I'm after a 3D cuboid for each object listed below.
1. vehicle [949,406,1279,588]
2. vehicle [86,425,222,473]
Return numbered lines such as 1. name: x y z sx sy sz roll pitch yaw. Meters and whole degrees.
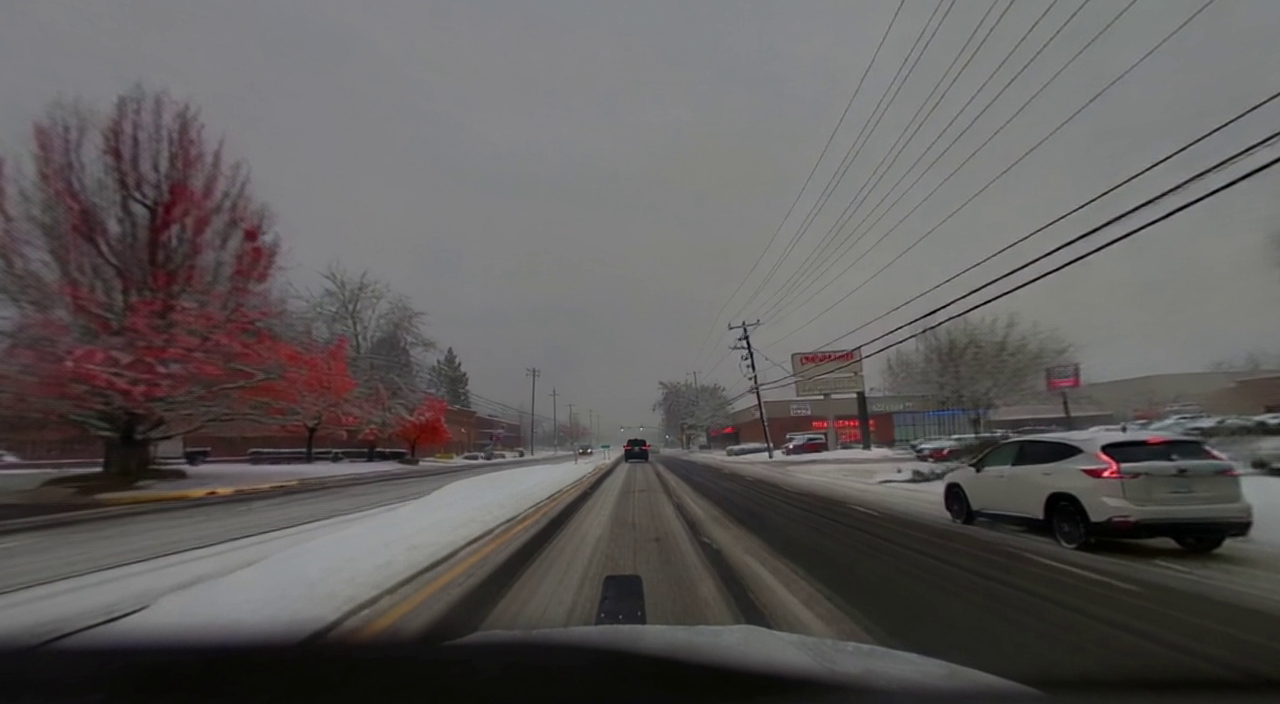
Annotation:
1. vehicle: 6.219 1.701 8.280 1.995 1.705 4.434 0 -9 -1
2. vehicle: -28.815 5.760 37.711 5.851 2.505 2.504 -1 -8 -9
